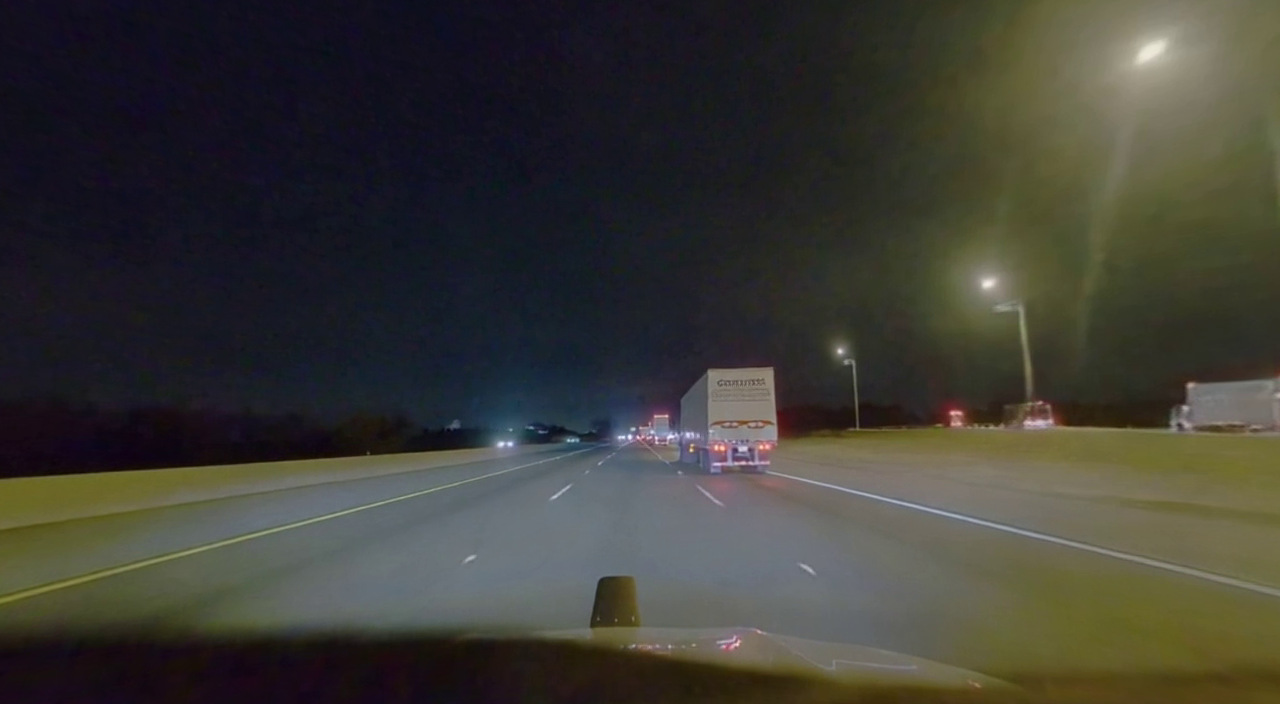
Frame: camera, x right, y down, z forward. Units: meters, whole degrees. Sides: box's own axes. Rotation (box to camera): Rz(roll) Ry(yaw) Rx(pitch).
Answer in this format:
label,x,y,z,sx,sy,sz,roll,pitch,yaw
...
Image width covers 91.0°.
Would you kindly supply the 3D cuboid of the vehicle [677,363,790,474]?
label,x,y,z,sx,sy,sz,roll,pitch,yaw
vehicle,3.885,3.453,30.561,2.976,4.064,14.619,0,-8,-1
